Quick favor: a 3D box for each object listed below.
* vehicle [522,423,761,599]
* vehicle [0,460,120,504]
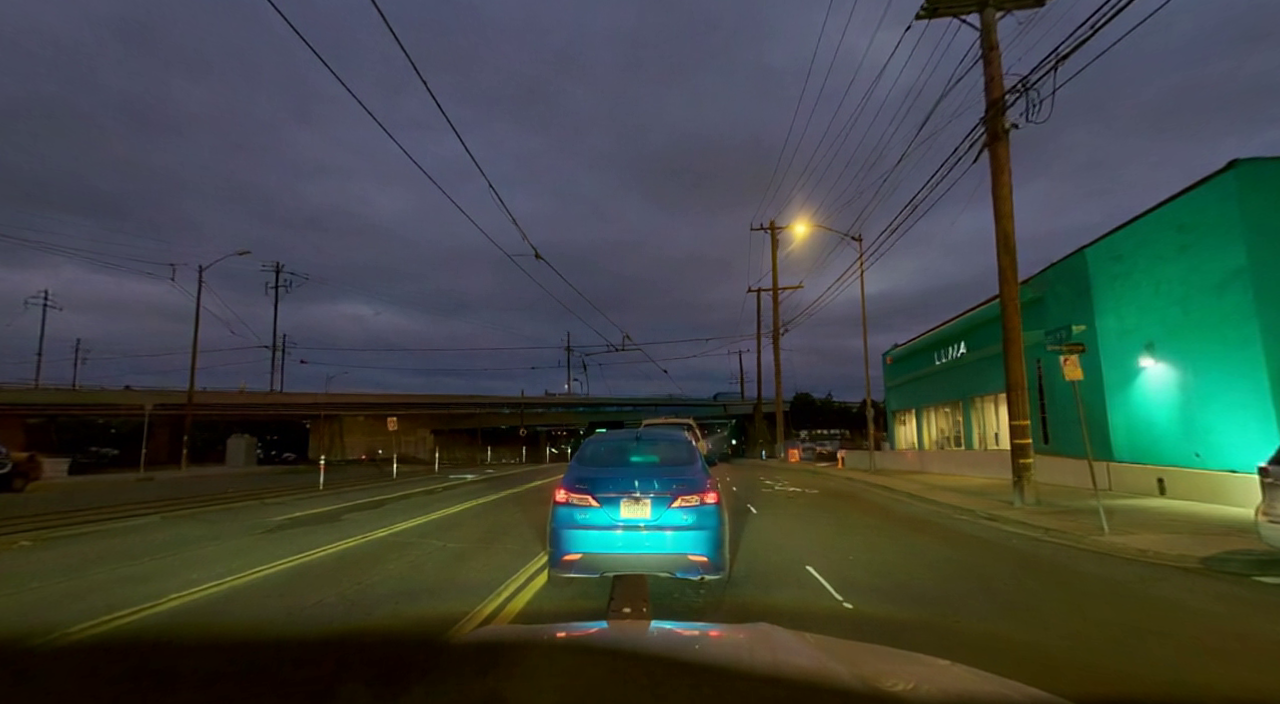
[{"bbox_3d":[0.096,1.705,7.616,2.090,1.518,4.033,-1,-9,3],"label":"vehicle"},{"bbox_3d":[-21.940,4.677,22.846,4.566,1.453,1.935,-1,-9,5],"label":"vehicle"}]
